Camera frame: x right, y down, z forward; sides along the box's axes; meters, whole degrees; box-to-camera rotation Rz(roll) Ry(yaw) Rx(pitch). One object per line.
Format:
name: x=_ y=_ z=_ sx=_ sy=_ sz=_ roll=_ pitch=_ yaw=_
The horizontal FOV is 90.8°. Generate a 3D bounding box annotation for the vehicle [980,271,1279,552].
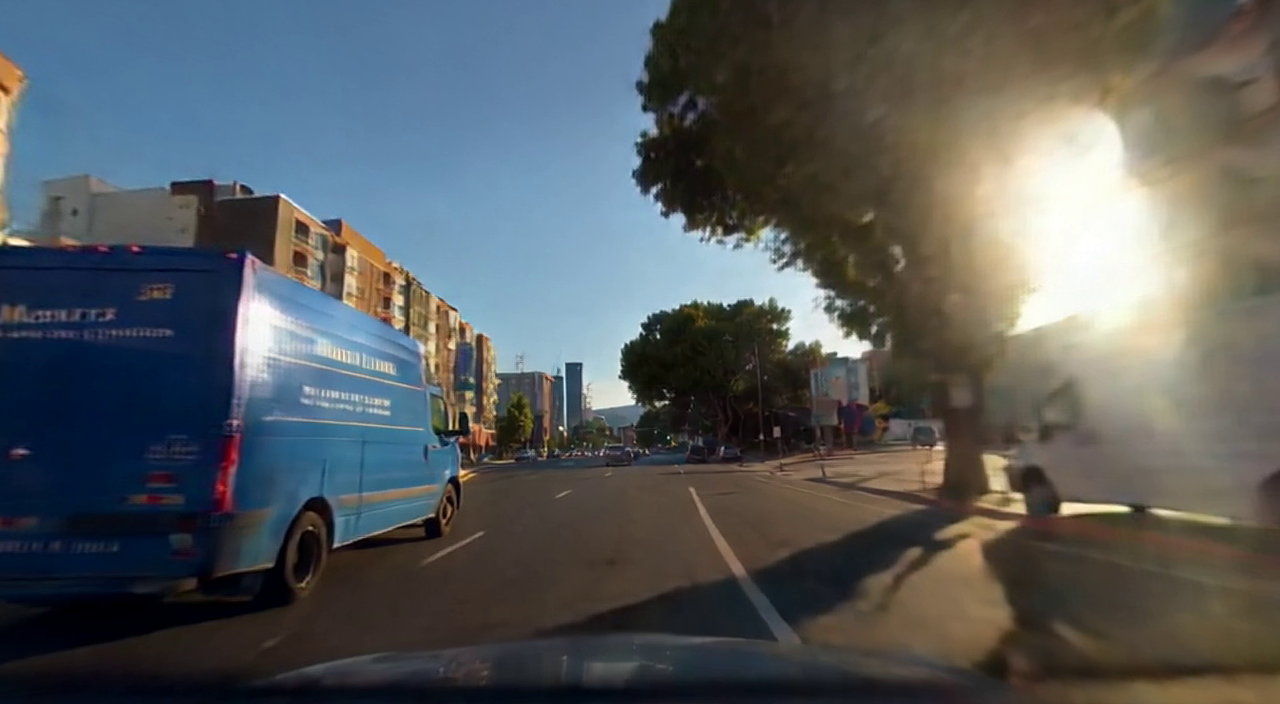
vehicle: x=8.855 y=1.053 z=9.830 sx=2.882 sy=3.208 sz=7.609 roll=0 pitch=-8 yaw=1

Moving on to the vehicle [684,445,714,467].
vehicle: x=4.427 y=7.835 z=47.731 sx=1.878 sy=1.534 sz=4.120 roll=0 pitch=-8 yaw=0

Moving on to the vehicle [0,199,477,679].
vehicle: x=-4.351 y=1.016 z=7.681 sx=2.763 sy=2.974 sz=7.562 roll=0 pitch=-8 yaw=-1
